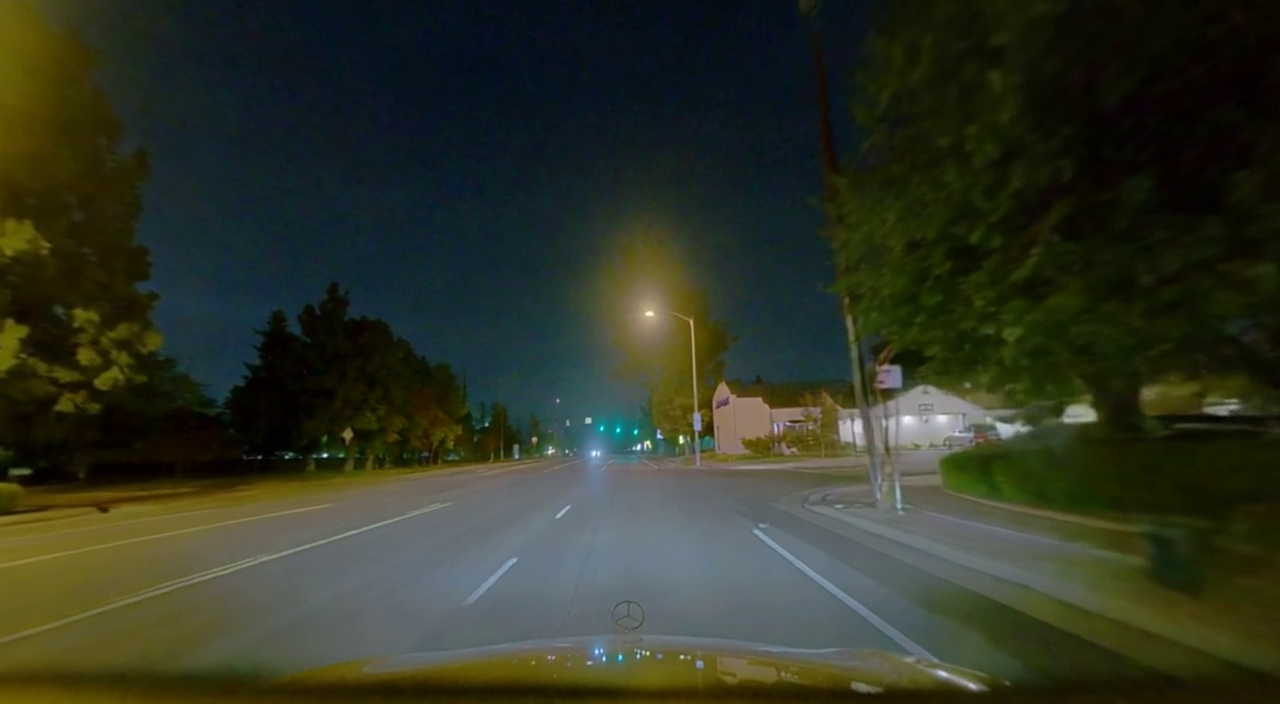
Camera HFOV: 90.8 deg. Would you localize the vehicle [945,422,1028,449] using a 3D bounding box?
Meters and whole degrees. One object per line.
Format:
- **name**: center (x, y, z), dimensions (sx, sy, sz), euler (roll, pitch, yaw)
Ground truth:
- **vehicle**: center (21.606, 5.296, 39.706), dimensions (2.028, 1.584, 4.971), euler (1, -9, -5)
